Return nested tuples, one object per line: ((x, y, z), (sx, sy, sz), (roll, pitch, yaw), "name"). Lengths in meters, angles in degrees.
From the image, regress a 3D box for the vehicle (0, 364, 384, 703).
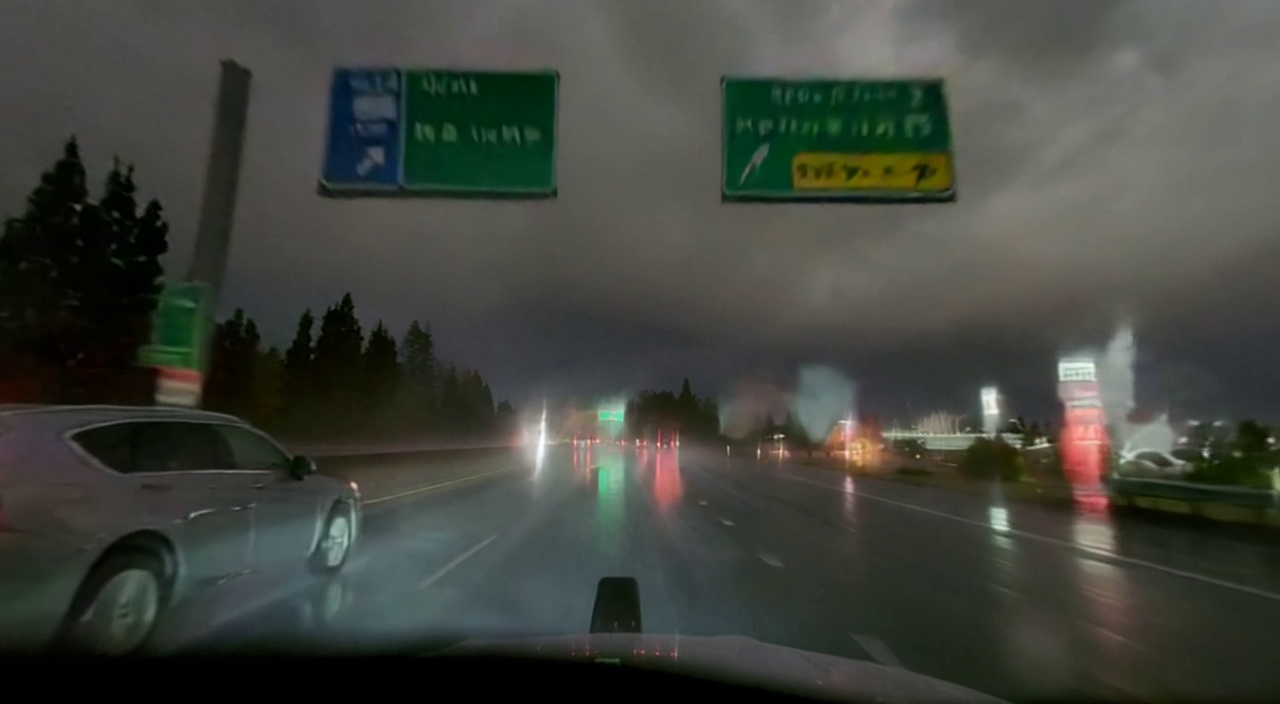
((-3.760, 1.161, 4.513), (2.074, 1.652, 4.273), (0, -8, -1), "vehicle")
